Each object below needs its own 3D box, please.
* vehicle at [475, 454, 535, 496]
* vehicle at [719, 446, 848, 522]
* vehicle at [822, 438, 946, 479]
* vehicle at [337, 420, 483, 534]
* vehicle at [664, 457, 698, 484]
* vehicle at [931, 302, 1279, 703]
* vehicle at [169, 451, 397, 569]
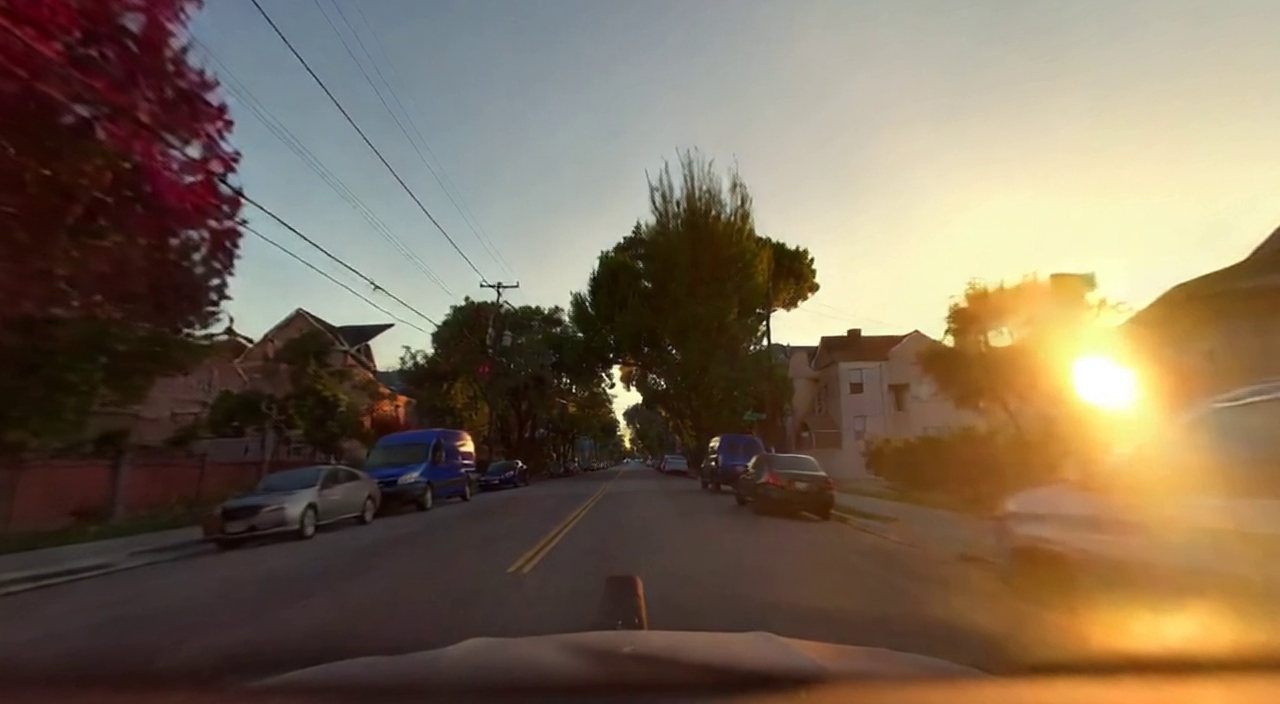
[{"bbox_3d":[-6.893,6.306,32.628,2.057,1.632,4.730,0,-5,0],"label":"vehicle"},{"bbox_3d":[3.085,2.918,14.529,1.796,1.449,4.373,0,-9,-2],"label":"vehicle"},{"bbox_3d":[10.663,4.707,27.747,4.607,1.704,1.922,0,-9,0],"label":"vehicle"},{"bbox_3d":[-6.939,3.681,19.912,2.508,2.712,5.809,-2,-4,0],"label":"vehicle"},{"bbox_3d":[2.802,8.297,44.327,2.010,1.661,4.615,0,-9,-1],"label":"vehicle"},{"bbox_3d":[3.146,0.711,1.793,2.136,1.807,4.946,0,-9,-1],"label":"vehicle"},{"bbox_3d":[-6.882,3.007,12.856,2.027,1.563,4.594,-3,-5,0],"label":"vehicle"}]
